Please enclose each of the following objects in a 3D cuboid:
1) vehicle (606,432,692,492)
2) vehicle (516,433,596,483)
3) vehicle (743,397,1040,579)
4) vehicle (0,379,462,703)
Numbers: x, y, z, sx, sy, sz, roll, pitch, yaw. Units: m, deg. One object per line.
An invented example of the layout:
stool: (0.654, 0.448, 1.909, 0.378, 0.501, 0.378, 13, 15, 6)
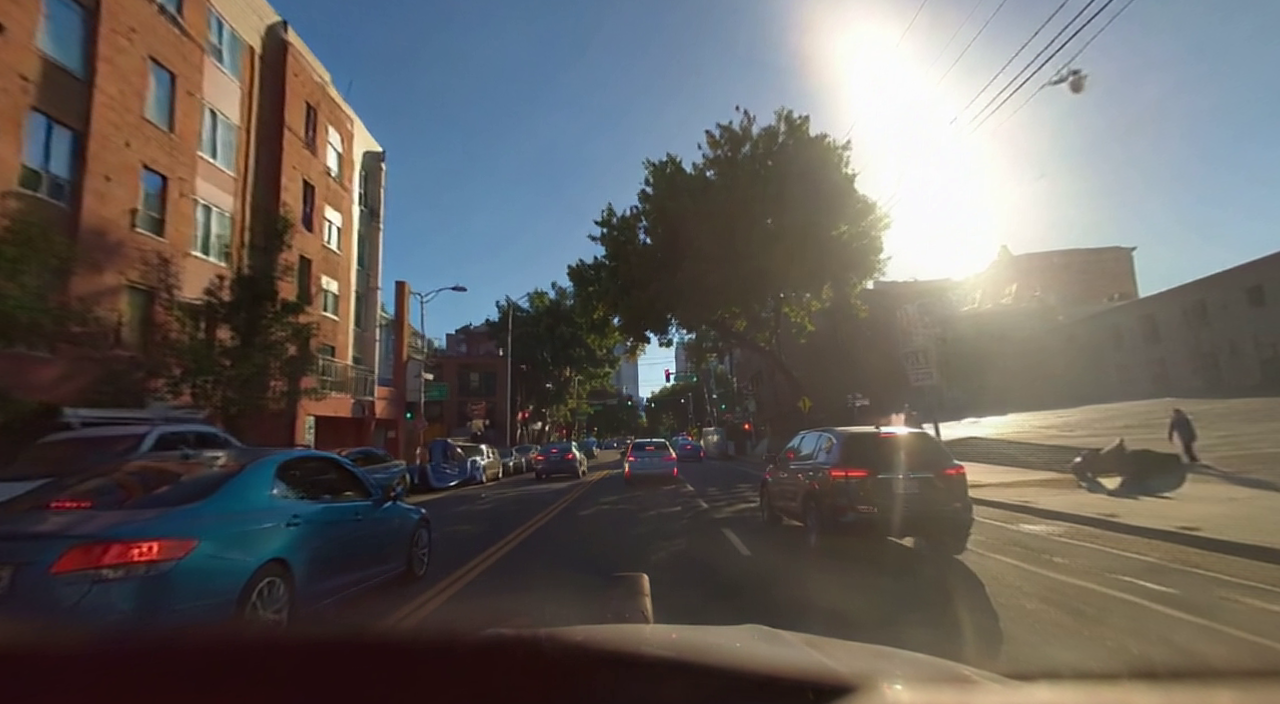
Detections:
vehicle: (0.193, 3.058, 17.903, 2.139, 1.466, 4.373, 0, -8, -1)
vehicle: (-2.737, 3.595, 21.672, 2.019, 1.507, 4.643, 0, -8, 1)
vehicle: (2.752, 1.617, 8.258, 2.094, 1.709, 4.394, 0, -8, 1)
vehicle: (-3.047, 1.225, 4.873, 2.085, 1.619, 3.976, 0, -8, 1)
